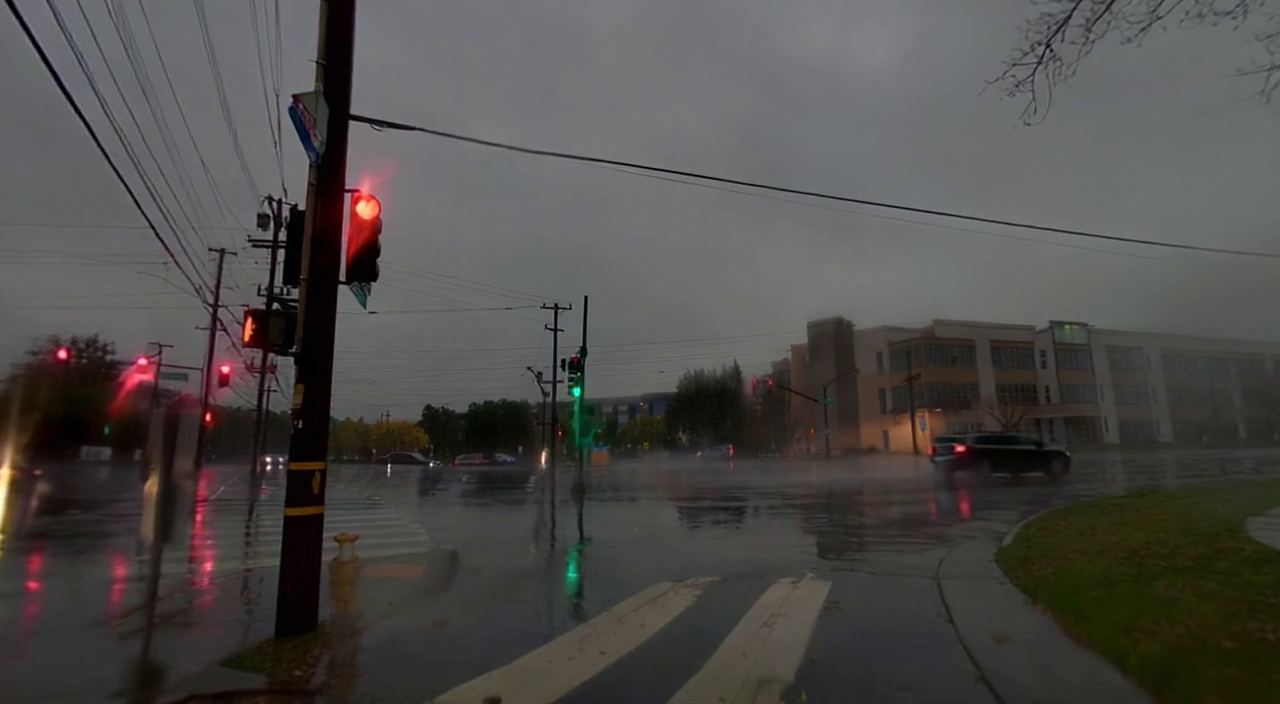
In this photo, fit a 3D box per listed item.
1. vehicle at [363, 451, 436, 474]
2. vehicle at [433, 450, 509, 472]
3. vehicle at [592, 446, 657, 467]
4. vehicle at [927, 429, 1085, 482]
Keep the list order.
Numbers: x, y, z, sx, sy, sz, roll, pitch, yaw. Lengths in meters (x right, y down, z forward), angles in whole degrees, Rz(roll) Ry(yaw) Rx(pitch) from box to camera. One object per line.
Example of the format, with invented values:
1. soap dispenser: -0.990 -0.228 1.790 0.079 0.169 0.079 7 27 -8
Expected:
1. vehicle: -17.177 7.855 45.117 4.623 1.471 1.805 4 -9 -25
2. vehicle: -11.802 7.560 44.133 4.837 1.407 1.818 4 -9 -26
3. vehicle: -1.145 7.551 45.814 4.391 1.451 1.717 4 -9 -26
4. vehicle: 12.409 3.493 21.492 4.530 1.648 2.075 3 -9 -19
